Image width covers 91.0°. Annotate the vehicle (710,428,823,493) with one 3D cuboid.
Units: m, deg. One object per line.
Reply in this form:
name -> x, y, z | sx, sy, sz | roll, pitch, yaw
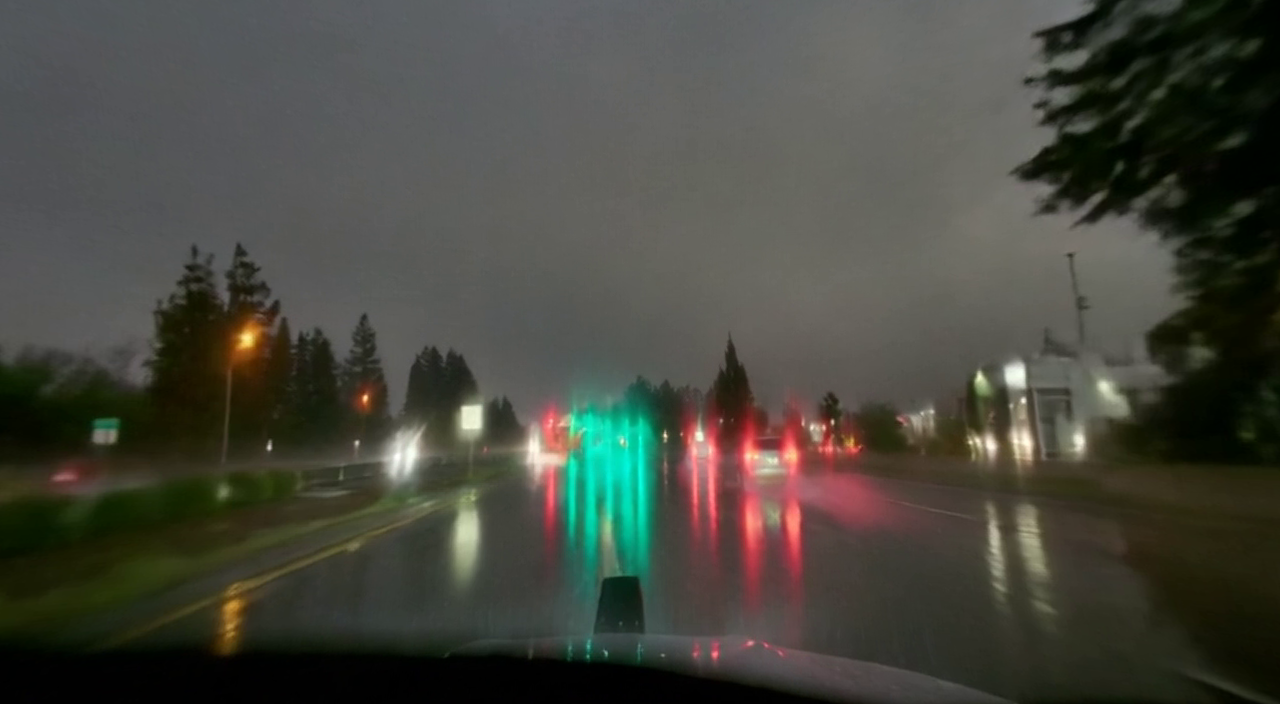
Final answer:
vehicle -> 3.568, 3.175, 18.833 | 2.066, 1.683, 4.675 | 0, -8, -5
